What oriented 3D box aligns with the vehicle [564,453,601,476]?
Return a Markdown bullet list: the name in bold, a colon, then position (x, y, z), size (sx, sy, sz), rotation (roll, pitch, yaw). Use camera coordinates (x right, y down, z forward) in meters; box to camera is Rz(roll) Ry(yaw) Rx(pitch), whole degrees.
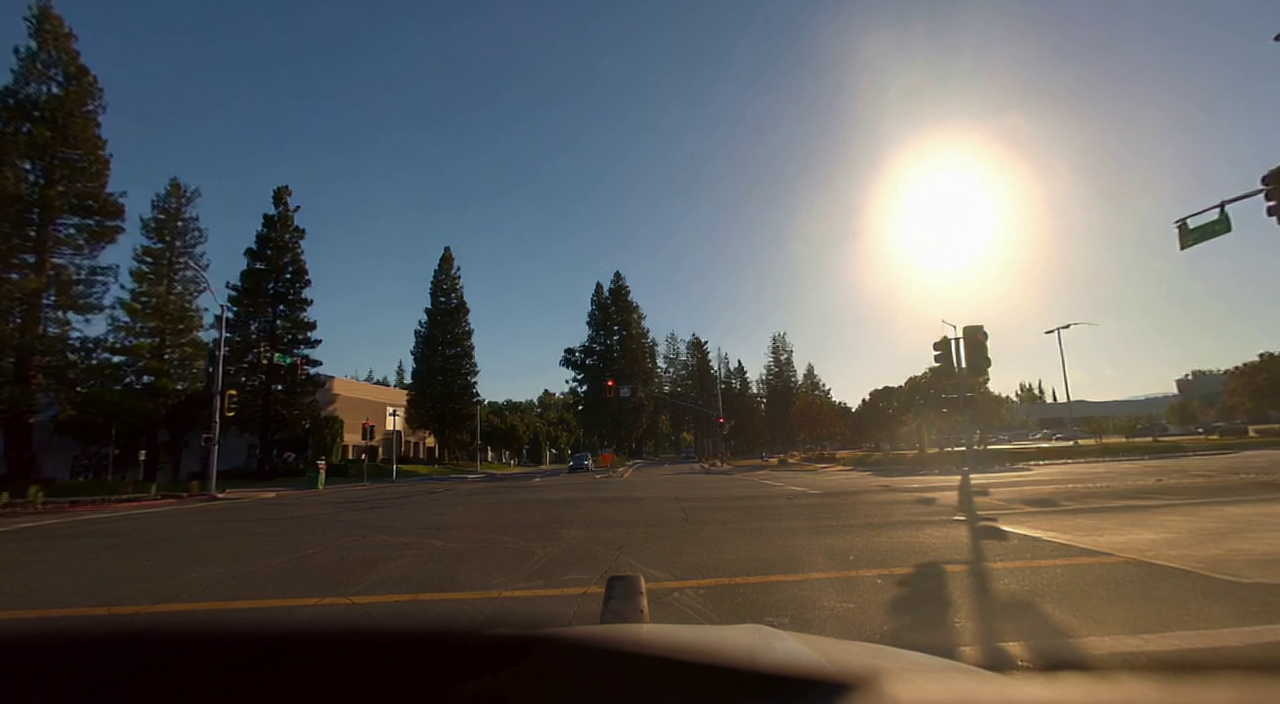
- **vehicle**: position (-4.499, 8.850, 49.851), size (2.030, 1.704, 4.205), rotation (-1, -8, 7)
